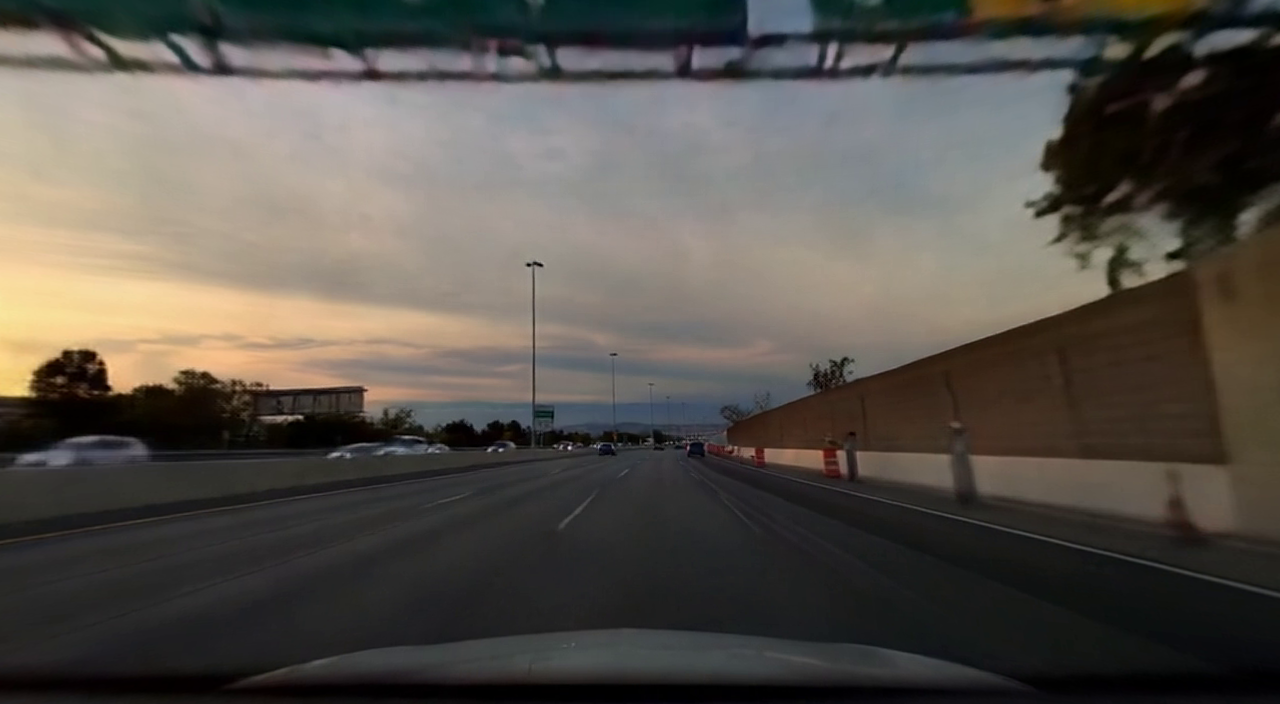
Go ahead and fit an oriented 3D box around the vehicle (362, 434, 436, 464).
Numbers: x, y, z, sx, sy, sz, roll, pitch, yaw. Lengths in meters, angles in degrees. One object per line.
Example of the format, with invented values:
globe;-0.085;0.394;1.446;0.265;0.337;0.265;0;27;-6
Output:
vehicle;-15.303;6.220;40.349;2.219;1.751;5.734;0;-9;3

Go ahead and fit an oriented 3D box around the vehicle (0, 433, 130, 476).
vehicle;-25.519;4.471;27.601;1.952;1.692;5.068;0;-9;2

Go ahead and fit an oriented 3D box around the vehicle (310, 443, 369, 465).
vehicle;-21.816;7.469;45.989;1.859;1.506;4.648;0;-9;2
